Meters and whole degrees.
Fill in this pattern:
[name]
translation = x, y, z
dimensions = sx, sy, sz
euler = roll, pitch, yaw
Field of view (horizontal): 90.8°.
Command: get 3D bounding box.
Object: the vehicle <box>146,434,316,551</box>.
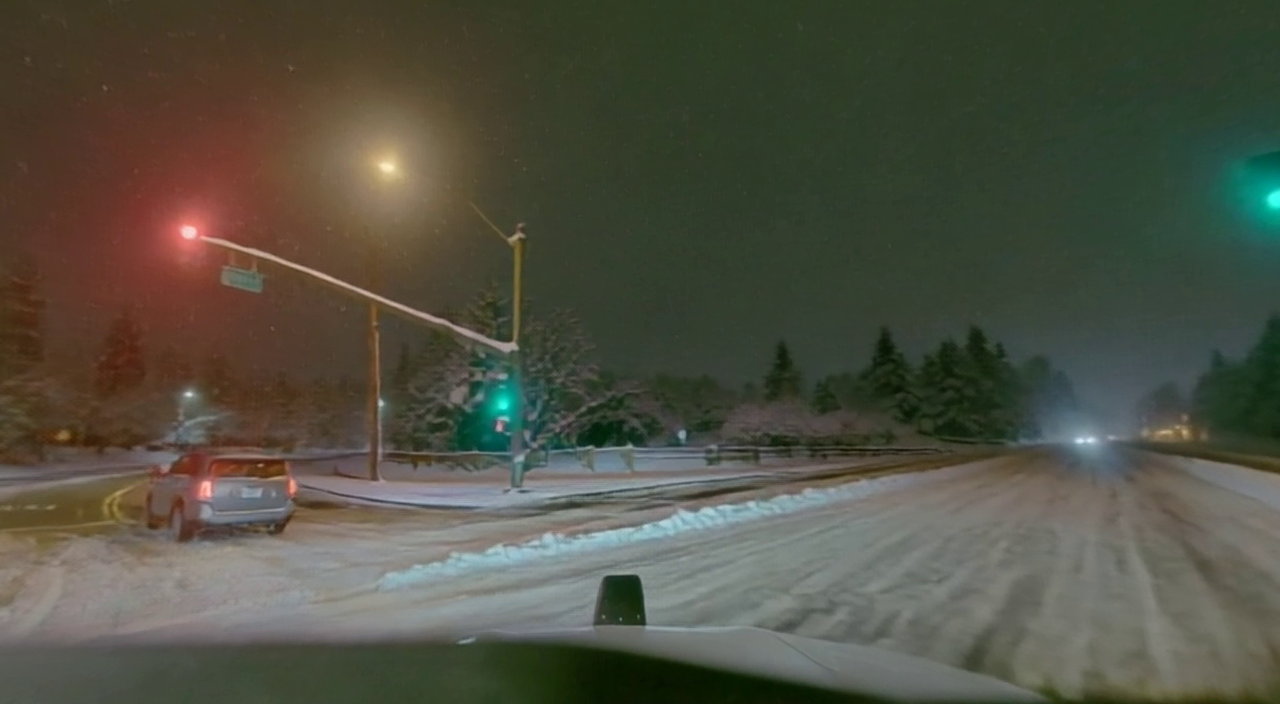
[vehicle]
translation = -8.259, 2.597, 12.559
dimensions = 2.230, 1.827, 4.580
euler = 7, -11, -38
